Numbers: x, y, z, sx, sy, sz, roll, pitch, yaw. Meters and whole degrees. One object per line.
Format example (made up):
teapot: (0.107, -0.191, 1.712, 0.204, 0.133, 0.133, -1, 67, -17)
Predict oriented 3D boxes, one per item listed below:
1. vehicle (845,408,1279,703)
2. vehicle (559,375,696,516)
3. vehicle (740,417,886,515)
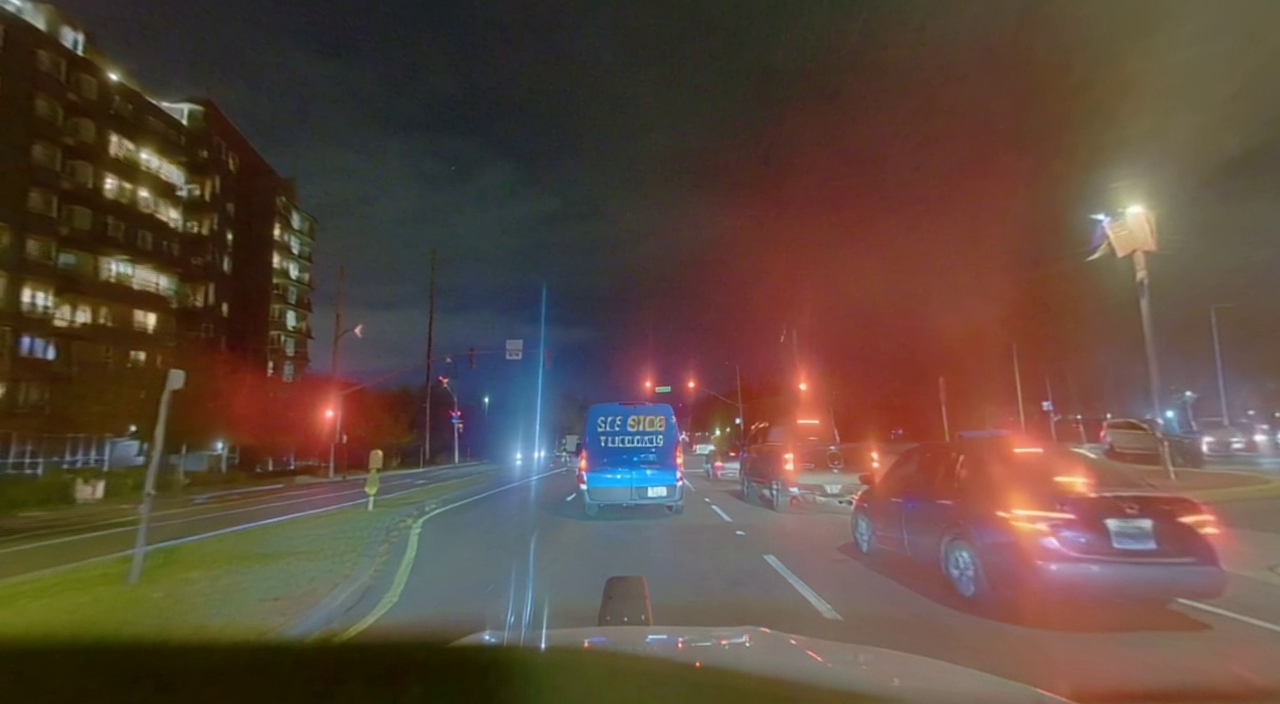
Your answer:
vehicle: (3.495, 1.362, 5.455, 1.951, 1.483, 4.582, 0, -8, 1)
vehicle: (-0.114, 2.023, 13.761, 2.422, 2.488, 4.992, 0, -8, 3)
vehicle: (3.509, 2.403, 13.717, 1.965, 1.771, 4.295, 0, -8, 1)
